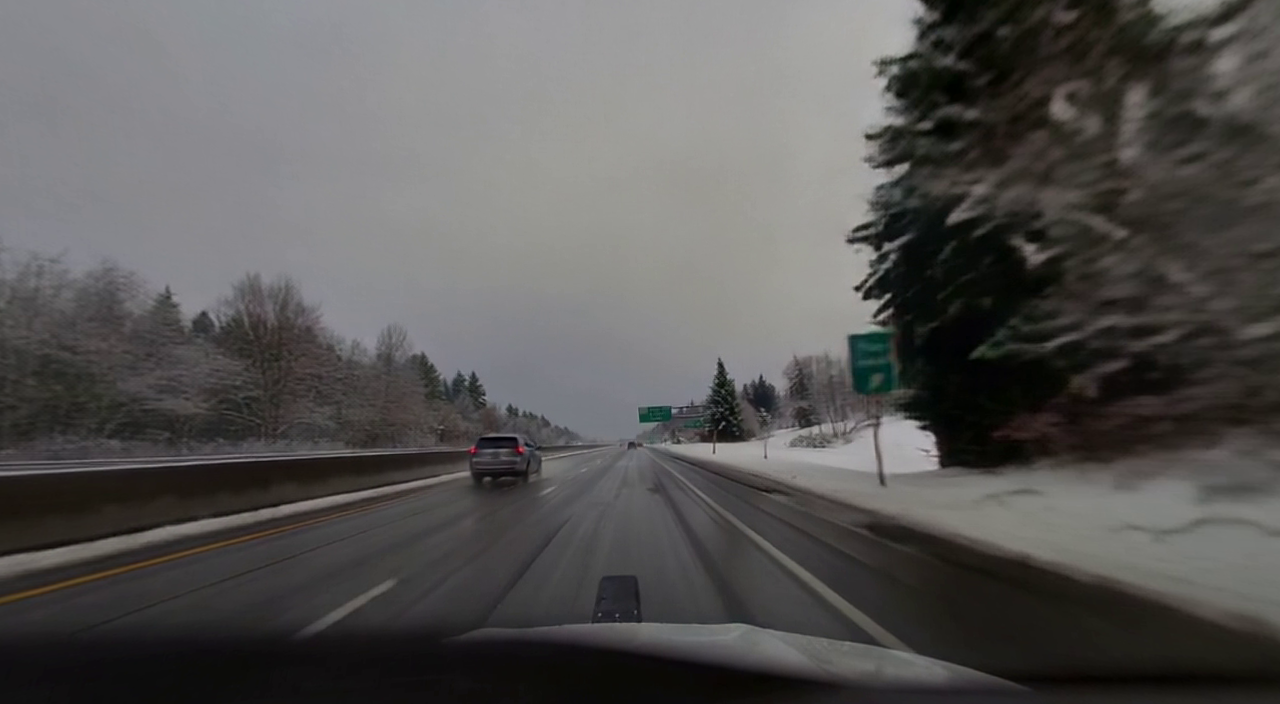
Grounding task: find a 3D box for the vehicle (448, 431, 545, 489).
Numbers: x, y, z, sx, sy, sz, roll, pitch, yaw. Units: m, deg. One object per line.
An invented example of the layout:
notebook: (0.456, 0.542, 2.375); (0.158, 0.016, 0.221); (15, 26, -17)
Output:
vehicle: (-4.442, 3.378, 20.244); (2.129, 1.641, 4.263); (0, -8, 0)
